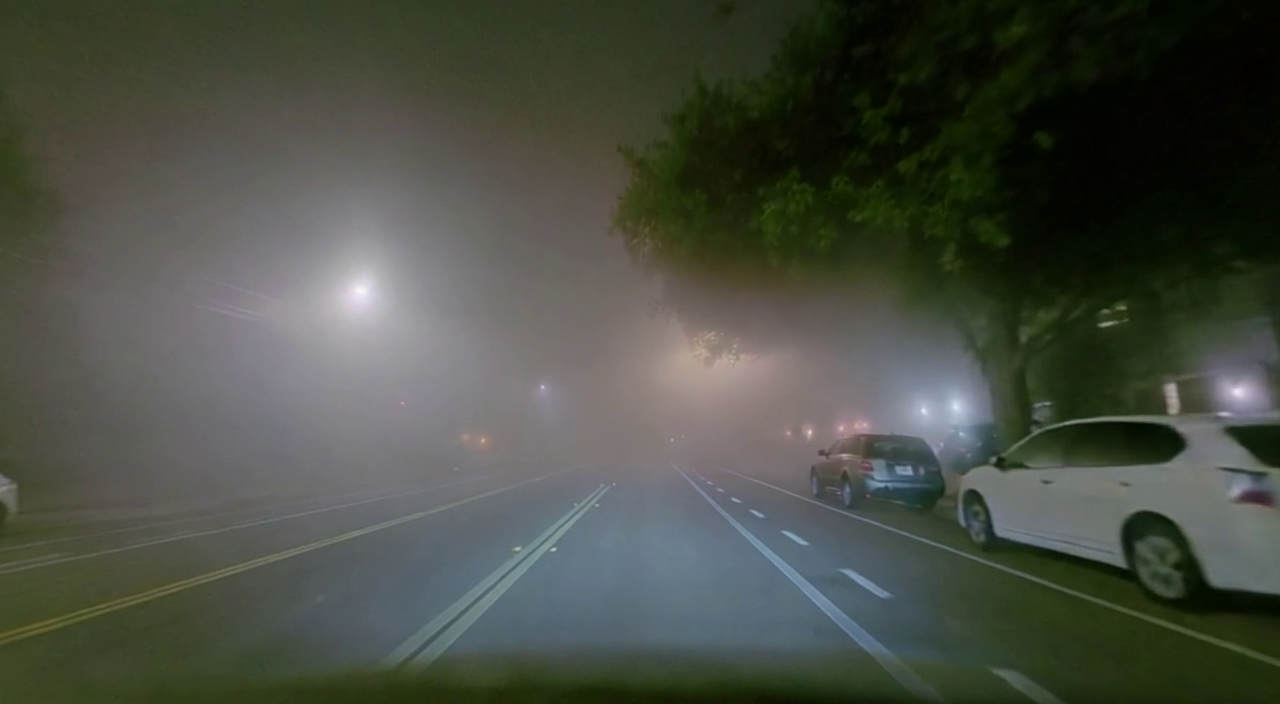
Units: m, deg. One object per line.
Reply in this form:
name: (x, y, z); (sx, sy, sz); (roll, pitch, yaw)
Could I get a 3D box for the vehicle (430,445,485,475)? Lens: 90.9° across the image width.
vehicle: (-11.301, 6.733, 39.453); (2.023, 1.629, 4.822); (-2, -8, 0)

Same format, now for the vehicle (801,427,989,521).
vehicle: (5.252, 2.567, 13.862); (2.104, 1.687, 4.636); (0, -8, -1)

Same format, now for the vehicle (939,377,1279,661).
vehicle: (5.187, 1.346, 5.957); (2.112, 1.788, 5.605); (0, -8, 2)
